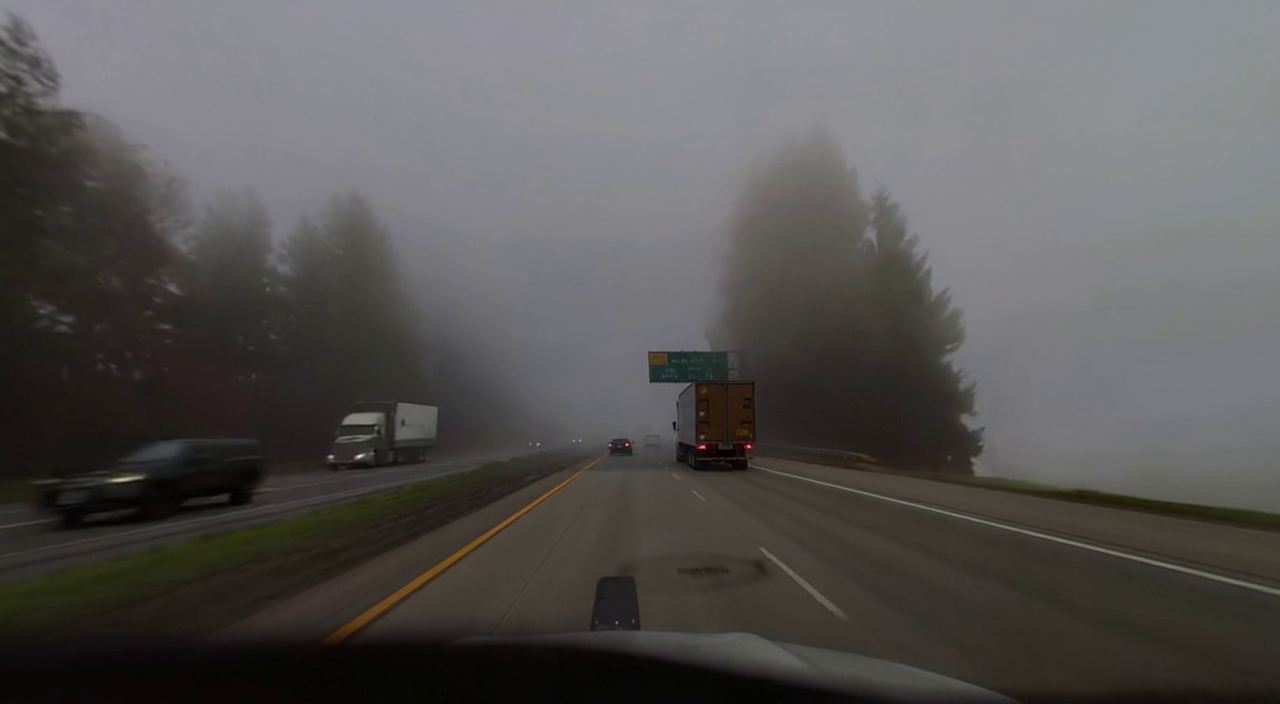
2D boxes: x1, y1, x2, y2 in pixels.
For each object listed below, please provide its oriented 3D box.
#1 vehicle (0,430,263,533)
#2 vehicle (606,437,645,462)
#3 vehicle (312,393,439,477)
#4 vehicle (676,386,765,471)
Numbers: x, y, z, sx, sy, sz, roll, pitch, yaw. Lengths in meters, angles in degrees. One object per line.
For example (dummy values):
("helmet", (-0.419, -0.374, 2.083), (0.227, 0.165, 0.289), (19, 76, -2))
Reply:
("vehicle", (-8.887, 2.174, 11.256), (1.961, 1.504, 3.762), (0, -8, 0))
("vehicle", (-0.874, 5.993, 39.013), (2.259, 1.466, 3.693), (0, -8, -1))
("vehicle", (-13.949, 4.499, 34.360), (2.869, 3.930, 9.386), (0, -8, 0))
("vehicle", (3.580, 3.726, 30.385), (2.921, 3.526, 8.207), (0, -8, -2))
